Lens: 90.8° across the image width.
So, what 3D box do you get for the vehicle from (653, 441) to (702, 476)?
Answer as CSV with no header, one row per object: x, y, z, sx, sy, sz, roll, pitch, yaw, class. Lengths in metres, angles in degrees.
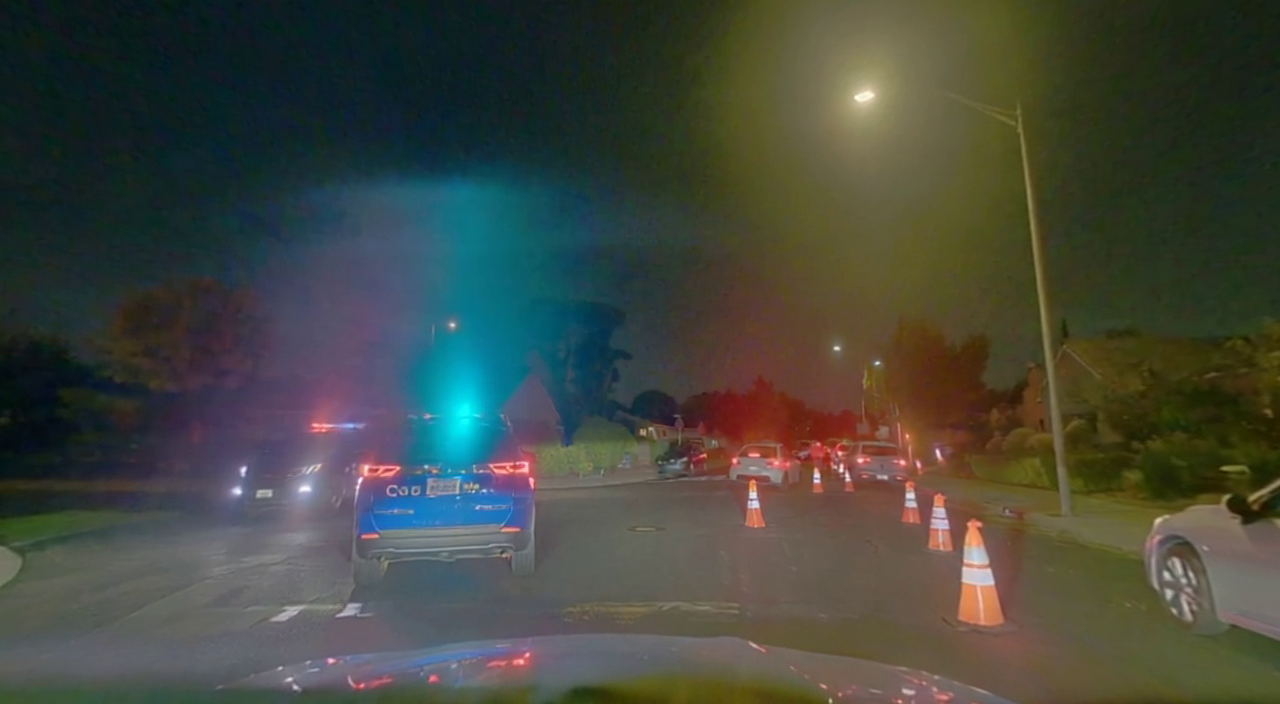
2.085,5.651,33.850,2.014,1.742,4.297,-2,-9,12,vehicle

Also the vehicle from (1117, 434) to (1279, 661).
5.011,1.184,3.436,1.808,1.490,4.711,-2,-9,10,vehicle

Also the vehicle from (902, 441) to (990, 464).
20.982,6.907,43.497,5.066,1.534,1.905,-1,-9,7,vehicle

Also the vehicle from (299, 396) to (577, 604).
-2.345,1.592,7.702,2.350,1.748,4.094,3,-9,-17,vehicle

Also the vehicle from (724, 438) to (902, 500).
5.090,3.364,18.686,4.656,1.577,2.099,2,-8,-20,vehicle

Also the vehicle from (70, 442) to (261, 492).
-15.273,3.673,20.427,5.022,1.497,1.996,-2,-9,12,vehicle

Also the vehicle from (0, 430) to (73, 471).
-30.795,4.811,30.881,1.908,1.898,4.120,-2,-9,10,vehicle
